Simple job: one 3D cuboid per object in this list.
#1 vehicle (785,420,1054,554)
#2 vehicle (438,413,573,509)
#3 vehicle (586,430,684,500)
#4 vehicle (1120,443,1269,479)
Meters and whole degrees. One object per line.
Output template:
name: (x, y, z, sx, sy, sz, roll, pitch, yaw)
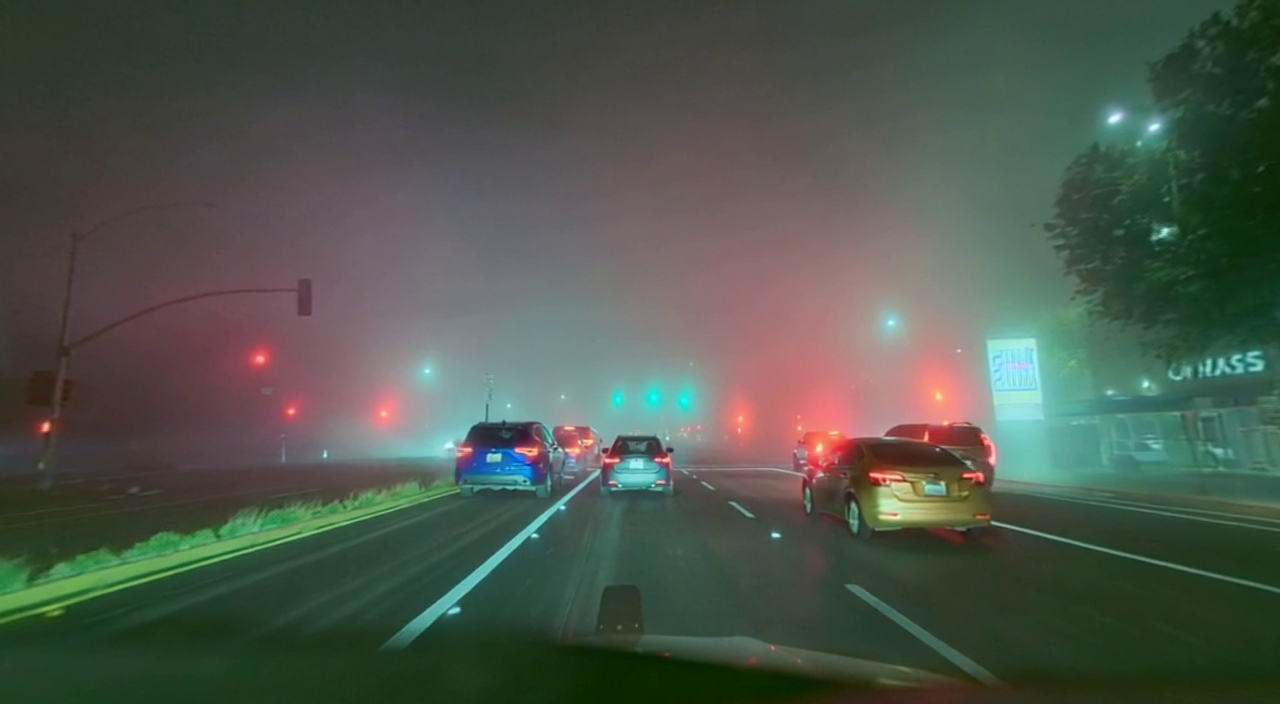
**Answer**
vehicle: (3.651, 1.837, 9.340, 1.861, 1.473, 4.393, 0, -8, -2)
vehicle: (-2.842, 2.453, 14.610, 2.064, 1.825, 4.760, 0, -8, 0)
vehicle: (-0.131, 2.726, 15.627, 2.097, 1.480, 4.006, 0, -8, -1)
vehicle: (23.148, 4.562, 26.513, 4.368, 1.448, 1.876, -1, -8, 2)
